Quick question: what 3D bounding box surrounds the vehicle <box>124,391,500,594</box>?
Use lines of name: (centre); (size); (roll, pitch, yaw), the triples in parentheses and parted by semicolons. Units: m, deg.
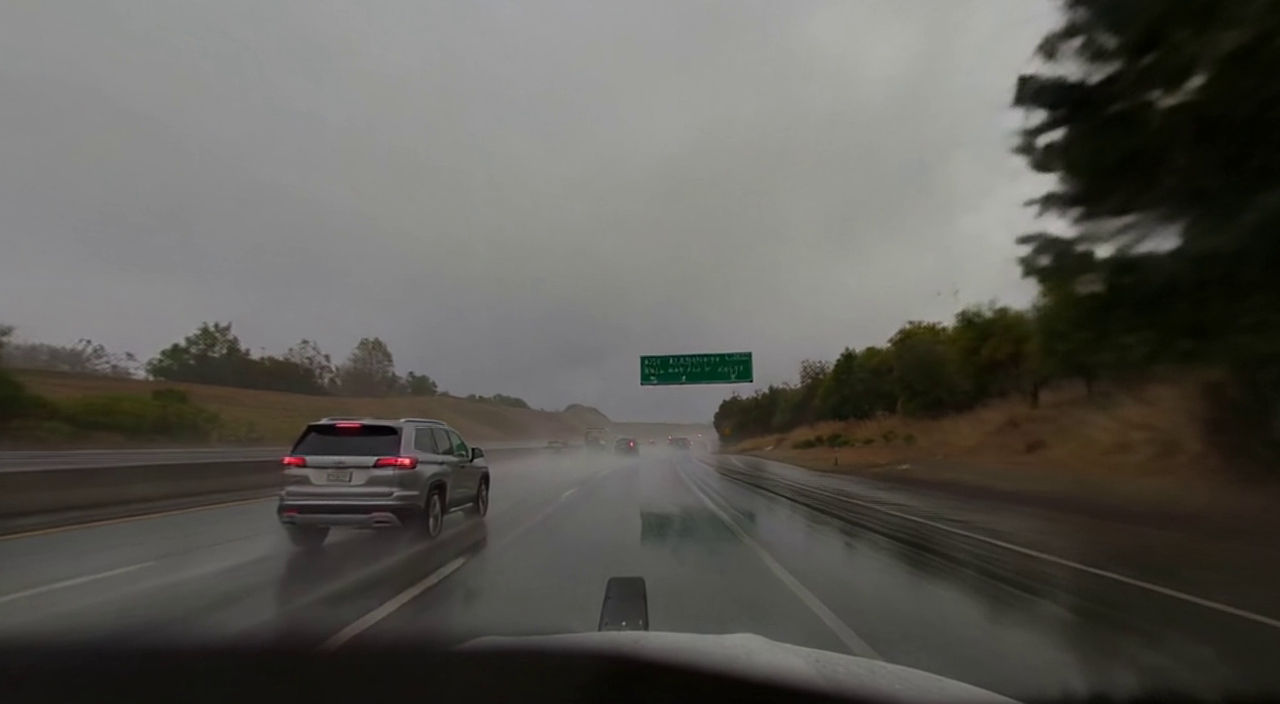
vehicle: (-3.564, 1.649, 8.271); (2.218, 1.848, 4.789); (0, -9, 2)
